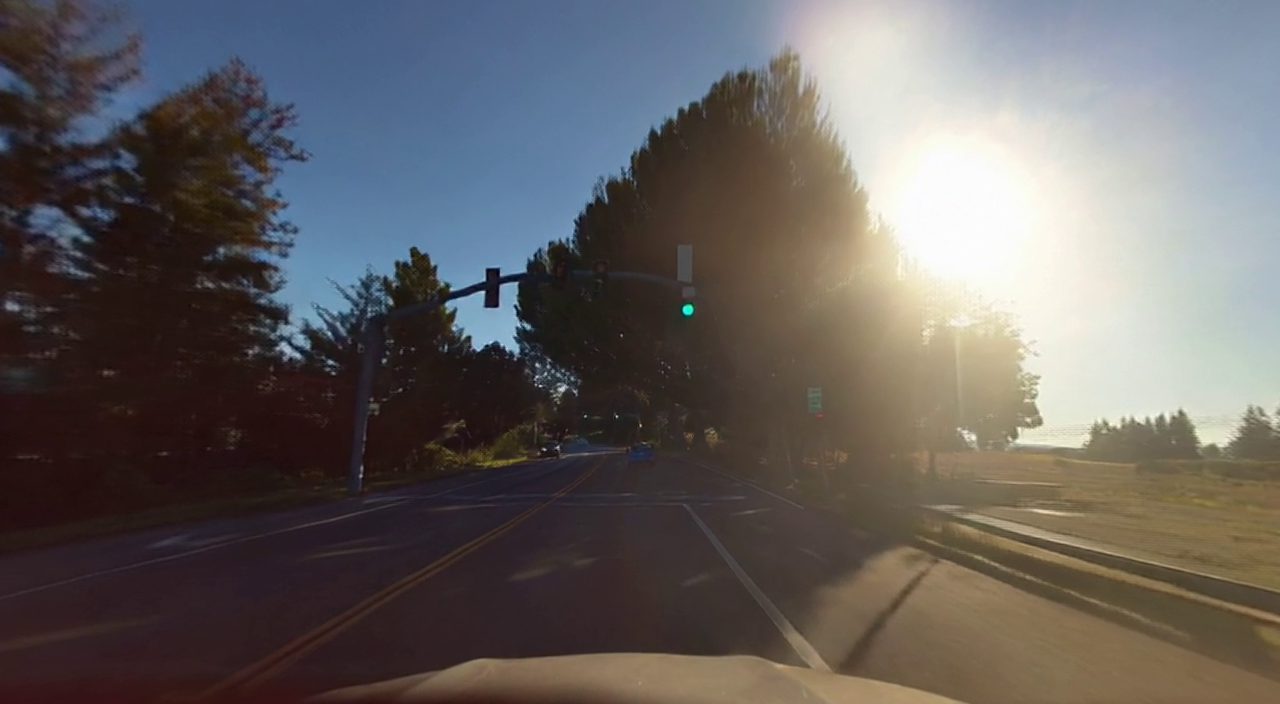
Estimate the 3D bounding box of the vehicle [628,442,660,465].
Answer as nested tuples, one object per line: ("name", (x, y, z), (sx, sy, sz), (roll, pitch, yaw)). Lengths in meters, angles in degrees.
("vehicle", (0.313, 6.855, 42.752), (2.042, 1.489, 3.963), (-1, -9, 2))
